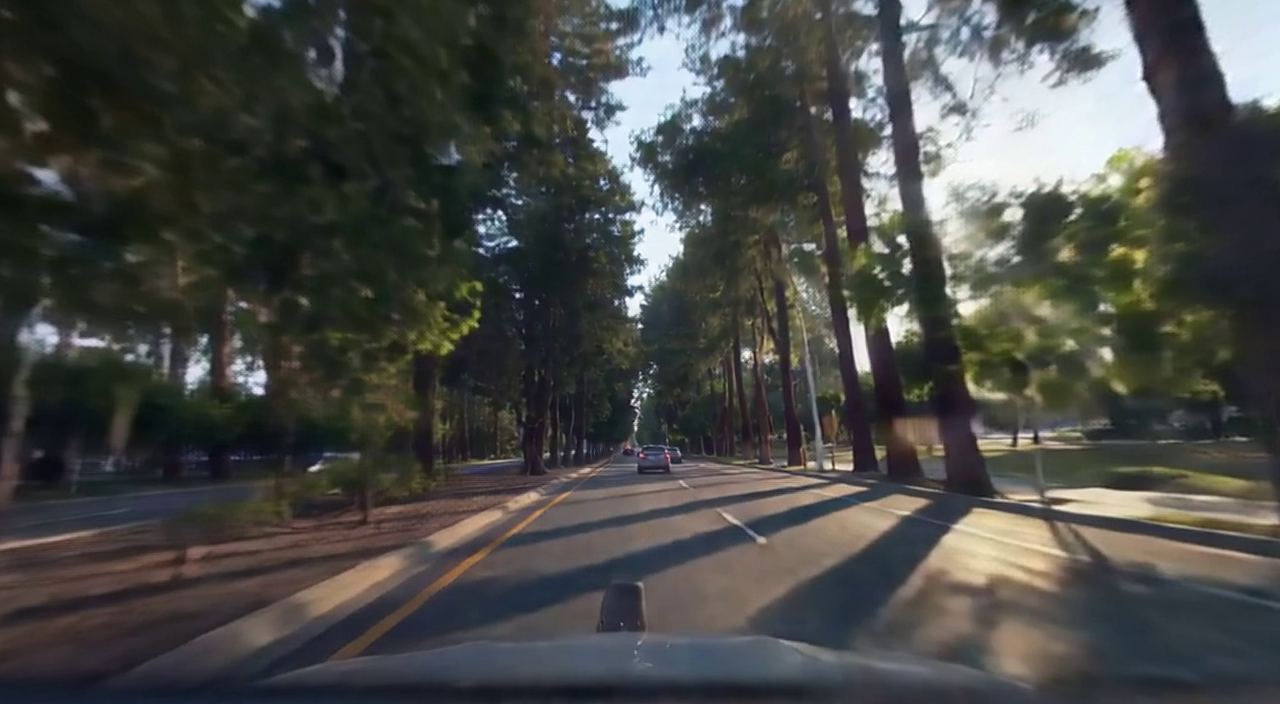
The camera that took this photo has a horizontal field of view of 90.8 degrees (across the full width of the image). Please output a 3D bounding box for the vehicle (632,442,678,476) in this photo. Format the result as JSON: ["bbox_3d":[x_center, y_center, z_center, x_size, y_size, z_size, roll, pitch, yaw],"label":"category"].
[{"bbox_3d":[0.675,5.288,31.531,2.048,1.584,4.393,0,-8,-2],"label":"vehicle"}]
